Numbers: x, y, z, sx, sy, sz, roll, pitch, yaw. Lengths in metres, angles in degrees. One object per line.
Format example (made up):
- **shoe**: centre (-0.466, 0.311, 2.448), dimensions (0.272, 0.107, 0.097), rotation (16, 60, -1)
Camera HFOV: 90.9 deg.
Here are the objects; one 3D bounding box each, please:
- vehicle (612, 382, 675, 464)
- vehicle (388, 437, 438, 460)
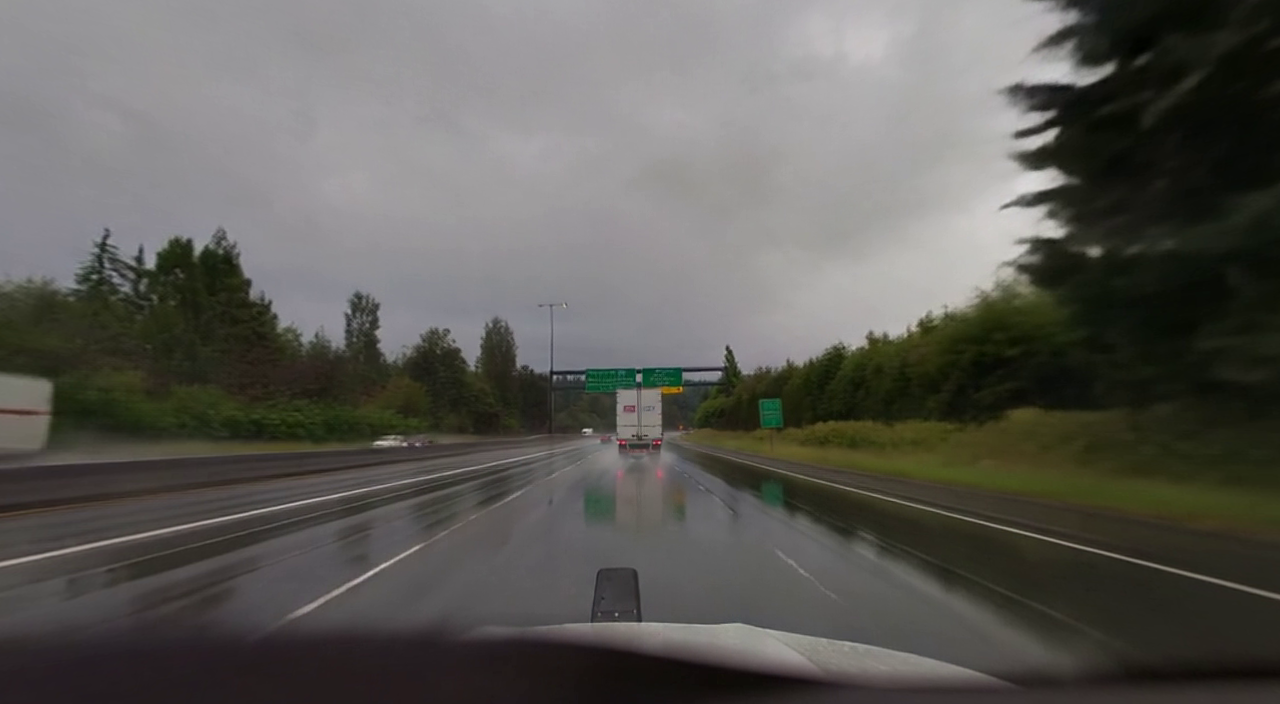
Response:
- **vehicle**: centre (0.084, 3.800, 33.039), dimensions (2.855, 3.741, 8.587), rotation (0, -8, -1)
- **vehicle**: centre (-17.521, 7.438, 48.819), dimensions (2.091, 1.672, 4.610), rotation (0, -8, 1)
